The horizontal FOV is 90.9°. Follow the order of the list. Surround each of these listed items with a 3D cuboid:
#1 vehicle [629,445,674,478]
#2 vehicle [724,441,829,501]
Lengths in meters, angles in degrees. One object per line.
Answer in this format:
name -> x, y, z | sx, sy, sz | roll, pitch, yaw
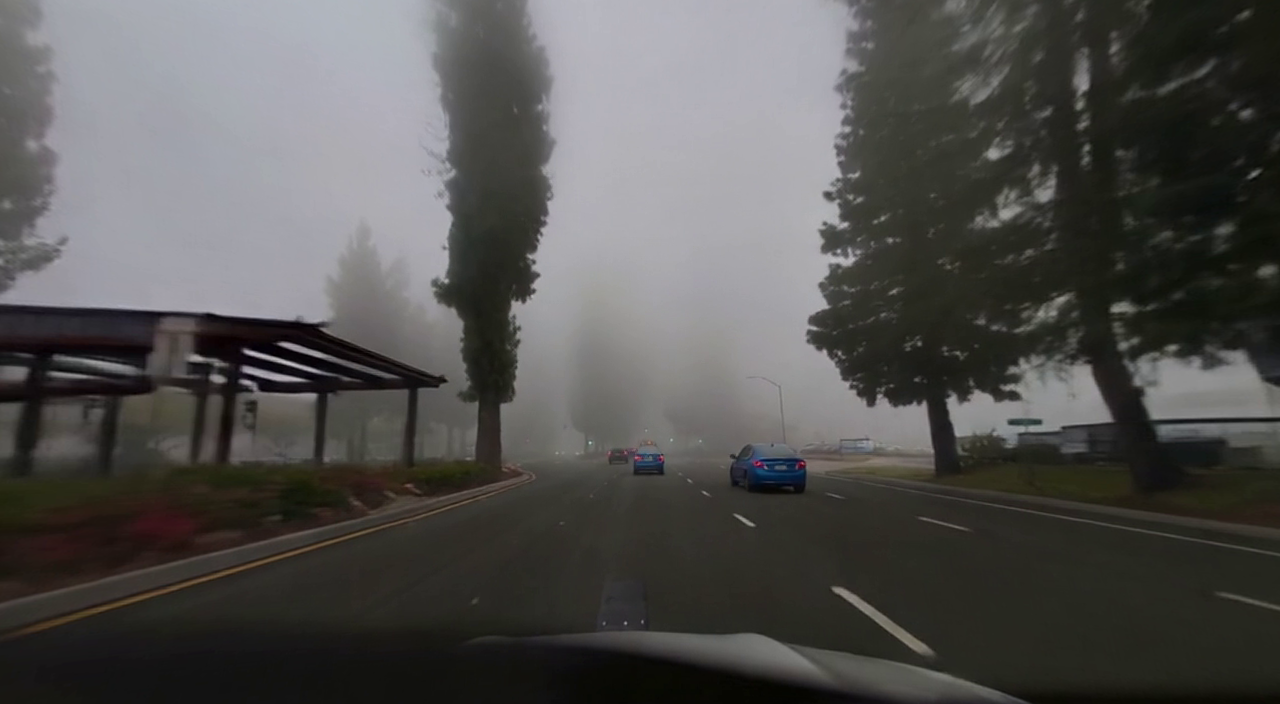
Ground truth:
vehicle -> 0.566, 5.549, 32.144 | 2.144, 1.505, 4.128 | -1, -9, 0
vehicle -> 3.804, 3.401, 18.414 | 2.067, 1.497, 4.327 | 0, -9, 0
